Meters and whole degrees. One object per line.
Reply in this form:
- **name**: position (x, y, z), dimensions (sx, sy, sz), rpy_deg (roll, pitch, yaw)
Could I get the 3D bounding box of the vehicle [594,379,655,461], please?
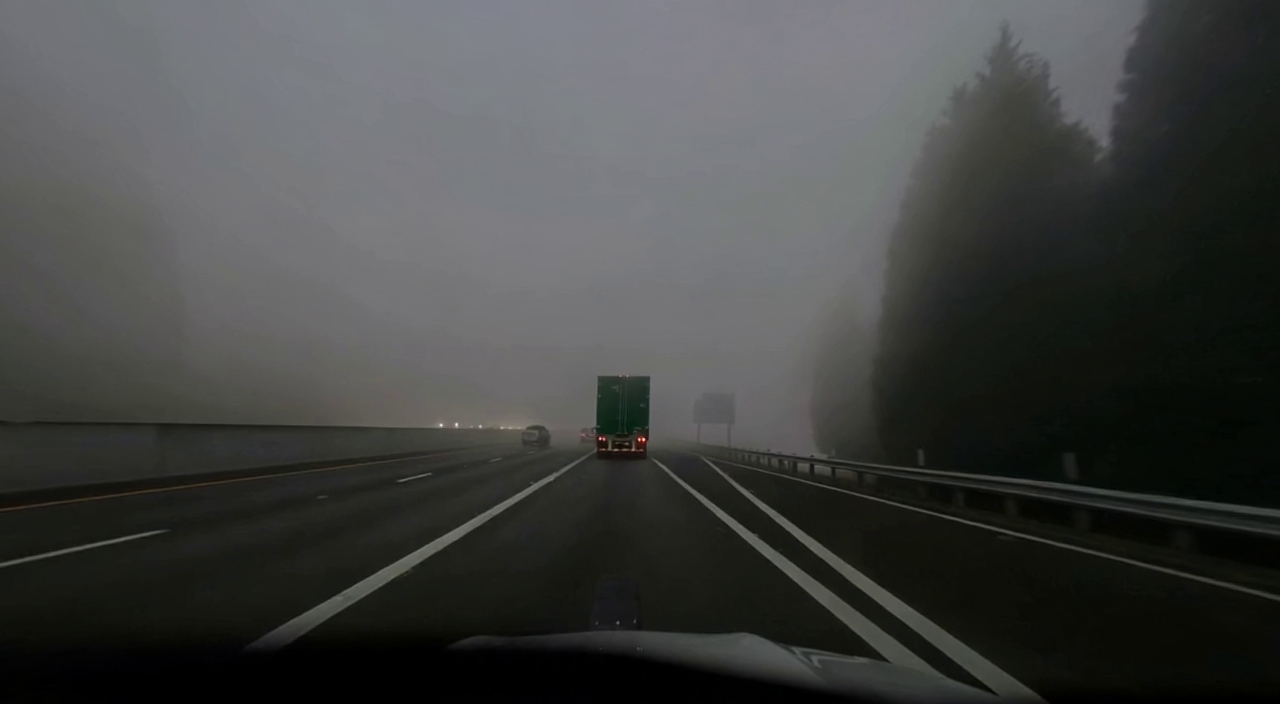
- **vehicle**: position (-0.964, 4.147, 37.040), dimensions (3.002, 3.987, 12.477), rpy_deg (0, -8, -2)
